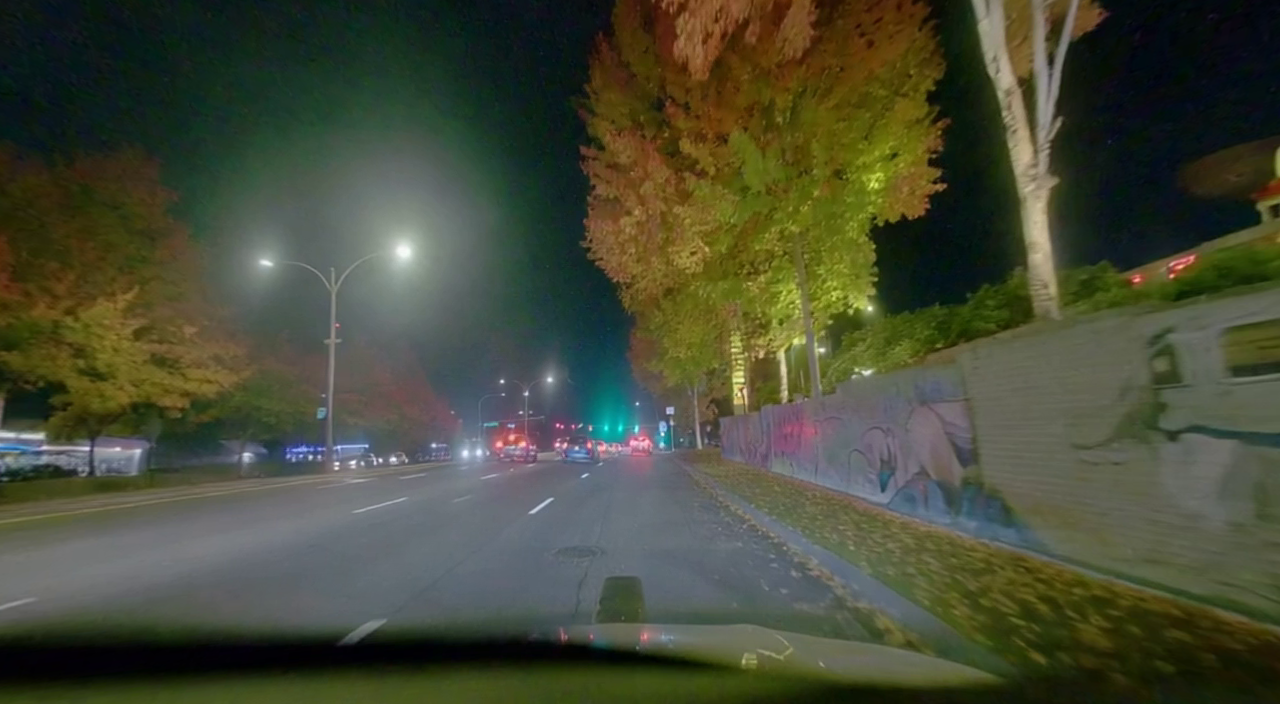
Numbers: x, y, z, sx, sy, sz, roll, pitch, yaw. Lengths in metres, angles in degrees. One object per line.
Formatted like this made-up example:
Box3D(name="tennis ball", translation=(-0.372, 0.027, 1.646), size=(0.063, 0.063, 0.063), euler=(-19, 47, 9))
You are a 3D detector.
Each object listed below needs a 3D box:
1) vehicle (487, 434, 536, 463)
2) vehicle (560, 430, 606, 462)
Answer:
Box3D(name="vehicle", translation=(-7.548, 5.747, 37.421), size=(1.932, 1.596, 4.247), euler=(0, -9, 1))
Box3D(name="vehicle", translation=(-3.199, 5.403, 36.186), size=(2.165, 1.663, 4.513), euler=(0, -9, 1))
